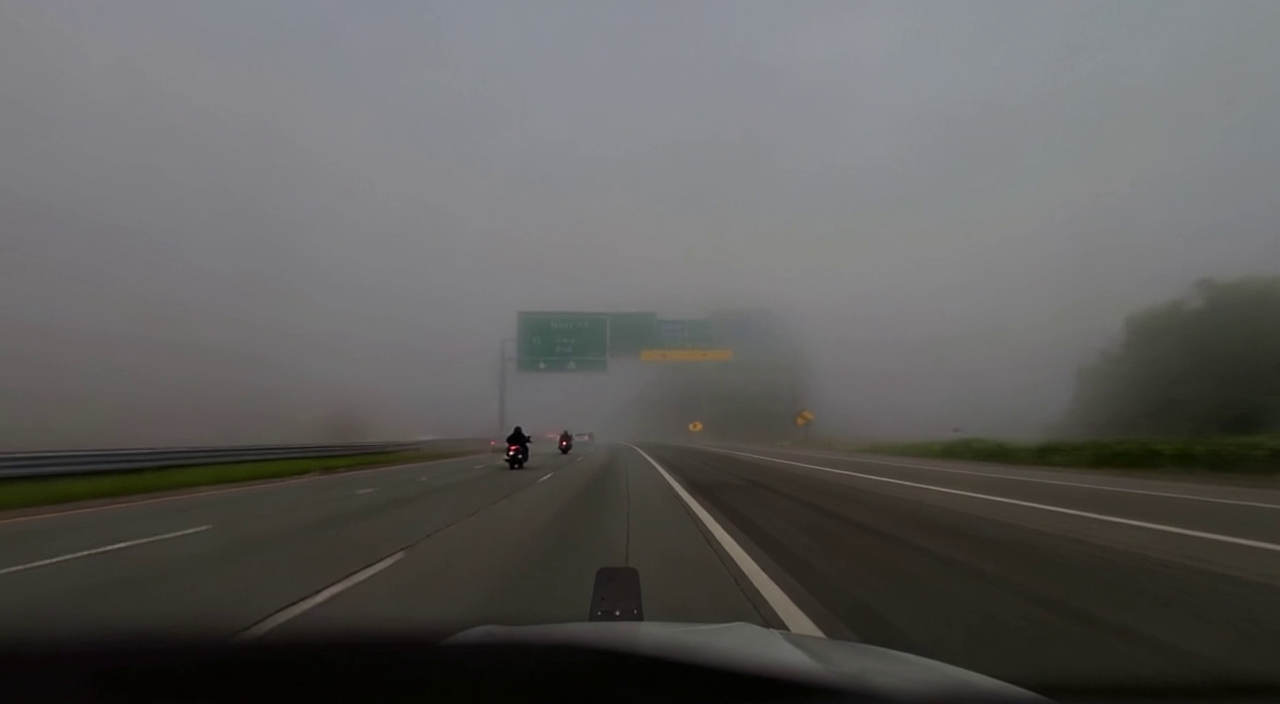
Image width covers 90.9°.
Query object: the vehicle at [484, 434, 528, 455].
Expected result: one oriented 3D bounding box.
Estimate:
[{"bbox_3d":[-9.291,6.441,43.999,2.053,1.409,4.704,0,-8,0],"label":"vehicle"}]
